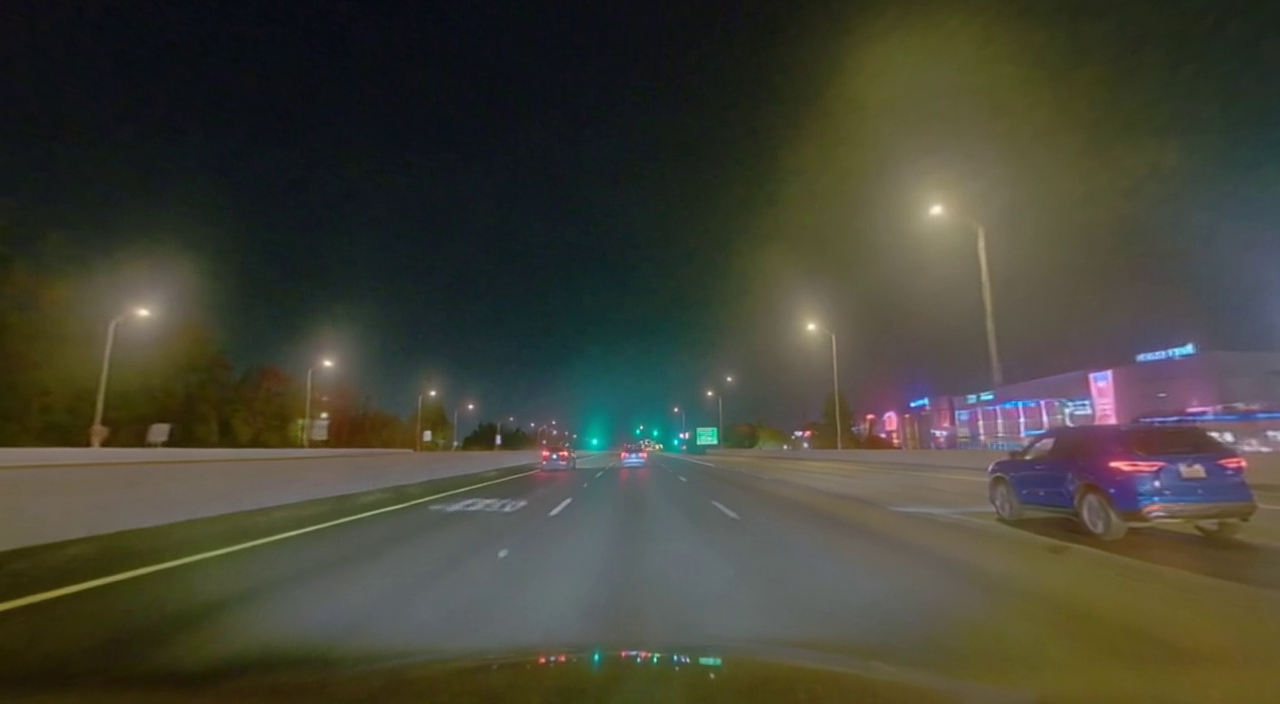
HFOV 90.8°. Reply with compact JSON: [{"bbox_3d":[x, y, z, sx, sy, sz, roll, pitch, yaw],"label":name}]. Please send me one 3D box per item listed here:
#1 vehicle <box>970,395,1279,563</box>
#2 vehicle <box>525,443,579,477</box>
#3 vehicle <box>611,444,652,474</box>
[{"bbox_3d":[7.207,1.728,9.278,2.028,1.801,4.741,0,-9,-1],"label":"vehicle"},{"bbox_3d":[-4.072,5.070,29.975,1.886,1.465,4.625,0,-8,0],"label":"vehicle"},{"bbox_3d":[-0.470,5.543,32.974,1.997,1.485,4.094,0,-9,-2],"label":"vehicle"}]
